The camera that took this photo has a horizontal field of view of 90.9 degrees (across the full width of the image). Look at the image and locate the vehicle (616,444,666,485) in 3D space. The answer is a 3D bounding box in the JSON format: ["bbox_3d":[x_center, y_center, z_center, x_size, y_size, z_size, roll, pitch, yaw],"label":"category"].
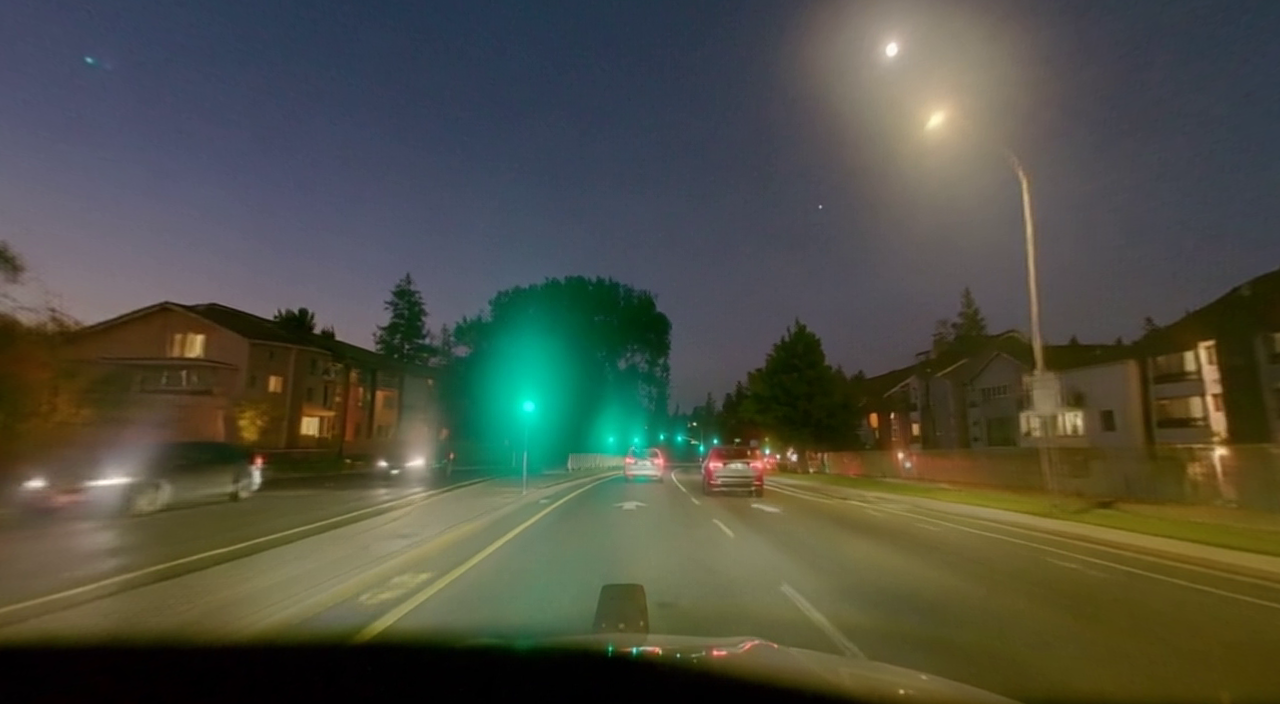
[{"bbox_3d":[0.128,5.356,30.398,2.185,1.822,4.391,0,-8,2],"label":"vehicle"}]

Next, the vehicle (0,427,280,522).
[{"bbox_3d":[-9.176,2.256,12.156,1.829,1.463,4.403,0,-8,0],"label":"vehicle"}]

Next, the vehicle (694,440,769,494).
[{"bbox_3d":[3.297,4.240,23.610,2.166,1.799,4.372,0,-8,0],"label":"vehicle"}]

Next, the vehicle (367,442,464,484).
[{"bbox_3d":[-8.867,4.405,25.381,1.991,1.503,4.688,-1,-8,3],"label":"vehicle"}]
